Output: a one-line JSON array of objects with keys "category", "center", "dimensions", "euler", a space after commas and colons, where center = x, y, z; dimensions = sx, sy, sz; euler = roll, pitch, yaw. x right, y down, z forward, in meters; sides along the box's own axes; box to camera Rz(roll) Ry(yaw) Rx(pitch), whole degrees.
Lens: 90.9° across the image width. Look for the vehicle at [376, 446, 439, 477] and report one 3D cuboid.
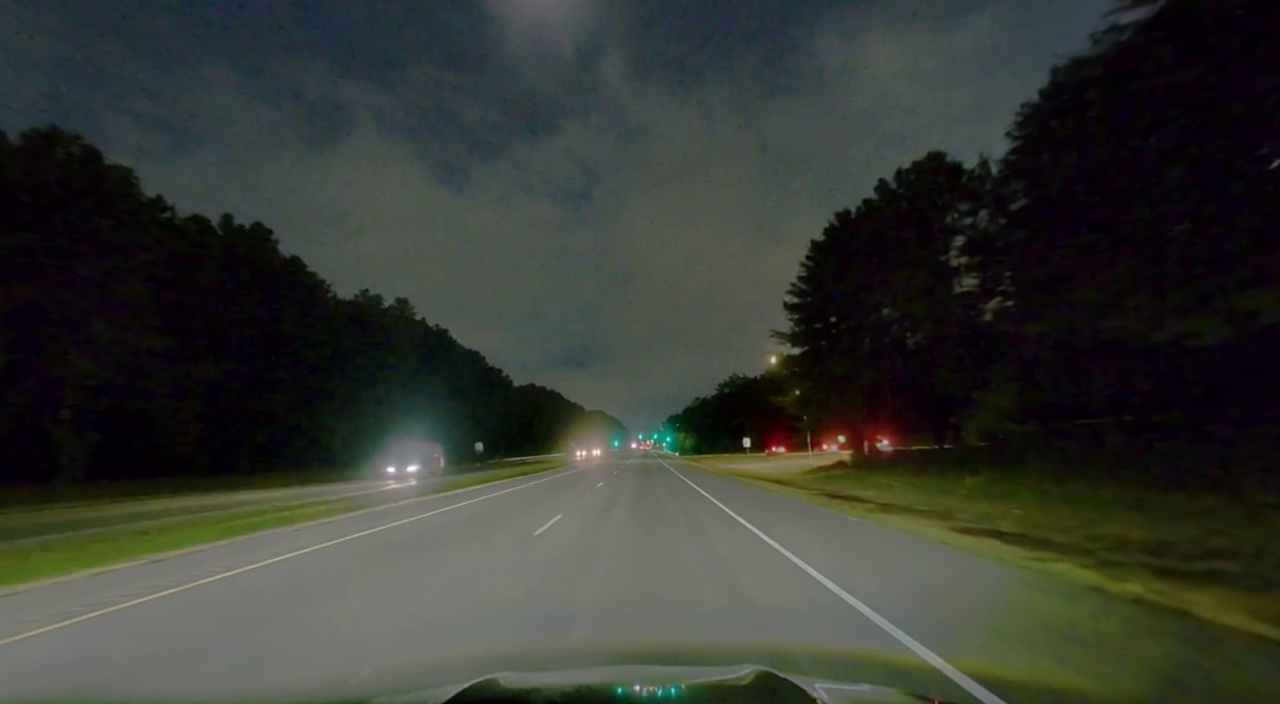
[{"category": "vehicle", "center": [-15.113, 7.108, 41.228], "dimensions": [2.140, 1.899, 4.803], "euler": [0, -9, 2]}]
